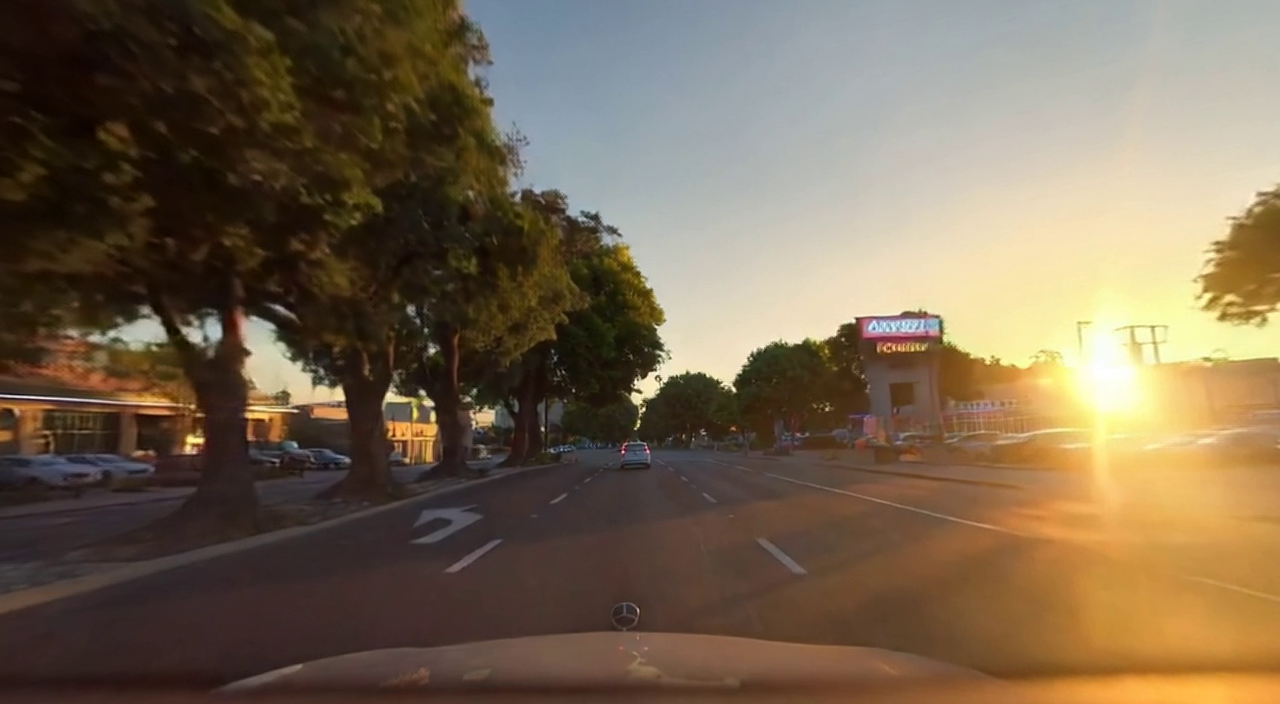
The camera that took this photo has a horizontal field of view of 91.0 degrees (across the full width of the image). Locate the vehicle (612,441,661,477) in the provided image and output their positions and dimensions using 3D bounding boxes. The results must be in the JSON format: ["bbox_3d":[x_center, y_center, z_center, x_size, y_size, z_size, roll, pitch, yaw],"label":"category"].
[{"bbox_3d":[-0.184,4.693,27.872,1.998,1.452,3.773,0,-9,-1],"label":"vehicle"}]

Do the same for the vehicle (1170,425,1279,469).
[{"bbox_3d":[28.007,4.455,29.492,1.991,1.877,5.024,-1,-9,1],"label":"vehicle"}]

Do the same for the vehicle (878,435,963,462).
[{"bbox_3d":[17.030,5.876,38.372,4.224,1.614,2.028,0,-9,-1],"label":"vehicle"}]

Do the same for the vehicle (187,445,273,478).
[{"bbox_3d":[-27.009,7.226,41.576,4.087,1.755,2.304,-5,-9,1],"label":"vehicle"}]

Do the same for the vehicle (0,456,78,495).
[{"bbox_3d":[-26.948,5.184,26.634,4.282,1.483,2.020,0,-8,-1],"label":"vehicle"}]

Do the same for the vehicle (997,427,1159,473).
[{"bbox_3d":[17.908,4.041,25.939,5.083,1.778,2.063,0,-9,0],"label":"vehicle"}]
